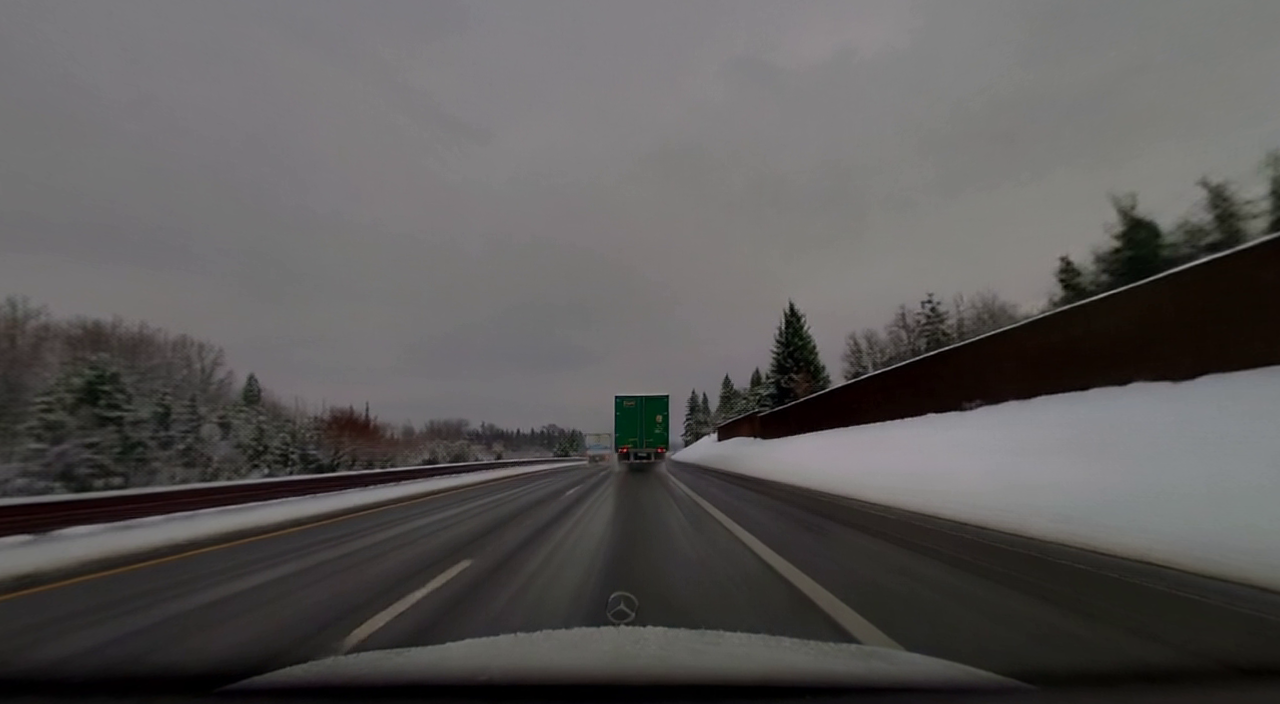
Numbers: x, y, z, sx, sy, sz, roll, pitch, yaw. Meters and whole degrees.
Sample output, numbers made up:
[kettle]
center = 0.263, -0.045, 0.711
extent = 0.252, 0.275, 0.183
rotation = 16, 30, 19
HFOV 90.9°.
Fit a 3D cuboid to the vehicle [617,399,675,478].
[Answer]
[vehicle]
center = 0.173, 5.112, 36.633
extent = 2.900, 3.955, 10.151
rotation = 0, -9, -1
